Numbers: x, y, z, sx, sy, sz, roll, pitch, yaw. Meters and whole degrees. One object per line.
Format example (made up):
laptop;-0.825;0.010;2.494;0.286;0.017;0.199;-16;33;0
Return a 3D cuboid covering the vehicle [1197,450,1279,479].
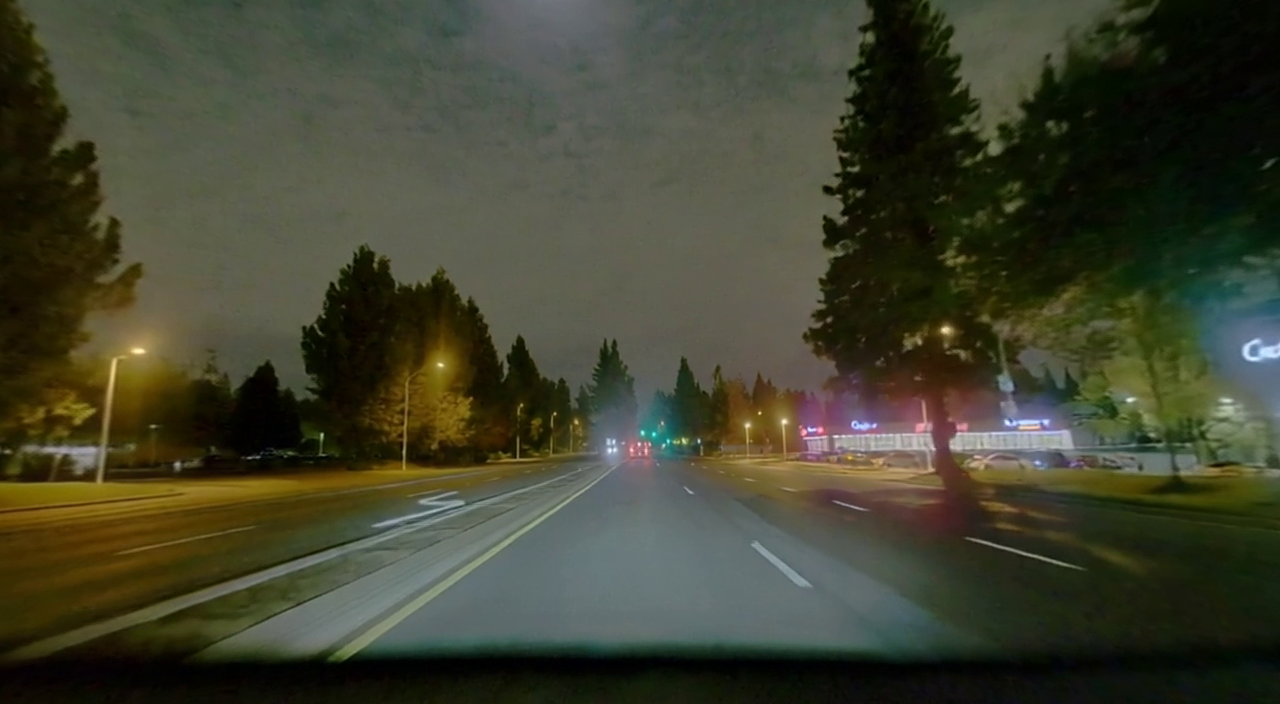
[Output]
vehicle;37.568;6.938;39.208;1.916;1.596;4.358;0;-8;0

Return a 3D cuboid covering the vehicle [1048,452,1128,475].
vehicle;31.858;7.905;45.141;2.058;1.498;4.870;0;-8;-1

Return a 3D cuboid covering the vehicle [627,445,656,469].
vehicle;0.101;7.873;47.624;2.095;1.647;4.205;0;-8;0
